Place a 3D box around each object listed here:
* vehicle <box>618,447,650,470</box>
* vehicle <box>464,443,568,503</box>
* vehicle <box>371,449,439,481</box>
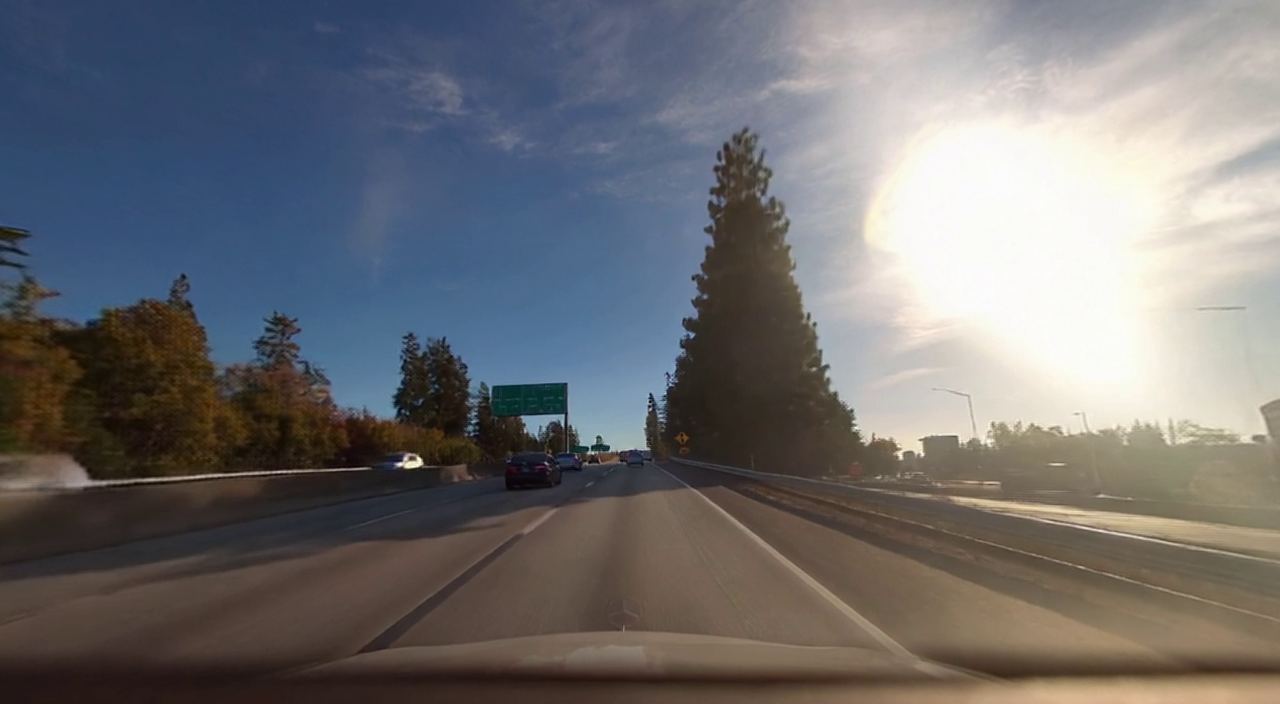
[{"bbox_3d":[-0.425,7.227,43.051,2.100,1.471,3.956,0,-8,-1],"label":"vehicle"},{"bbox_3d":[-3.444,3.447,18.507,2.067,1.509,4.551,0,-8,1],"label":"vehicle"},{"bbox_3d":[-13.631,6.539,36.863,2.105,1.676,4.777,0,-8,0],"label":"vehicle"}]
